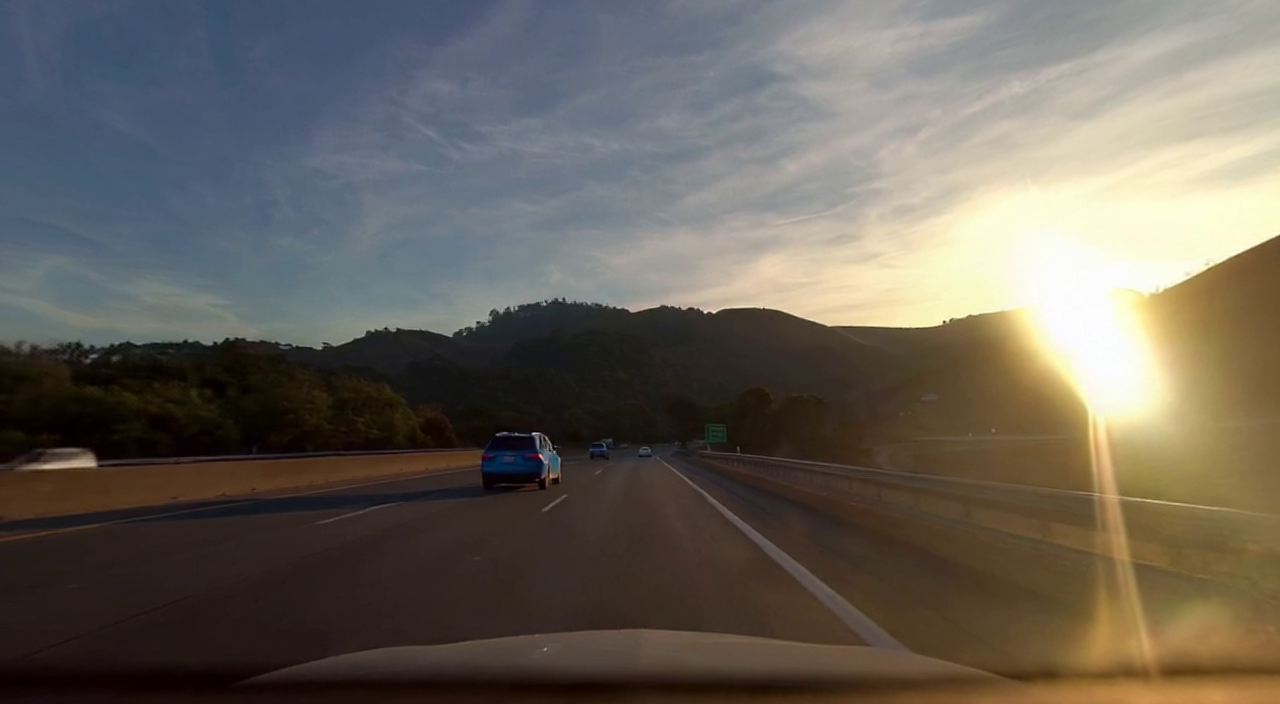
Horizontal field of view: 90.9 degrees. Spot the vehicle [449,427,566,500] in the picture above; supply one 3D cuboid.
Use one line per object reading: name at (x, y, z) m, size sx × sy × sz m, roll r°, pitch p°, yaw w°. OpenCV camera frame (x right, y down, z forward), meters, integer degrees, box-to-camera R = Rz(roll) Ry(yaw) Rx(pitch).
vehicle at (-3.426, 2.978, 17.290) m, size 2.138 × 1.718 × 4.415 m, roll 0°, pitch -8°, yaw 1°
